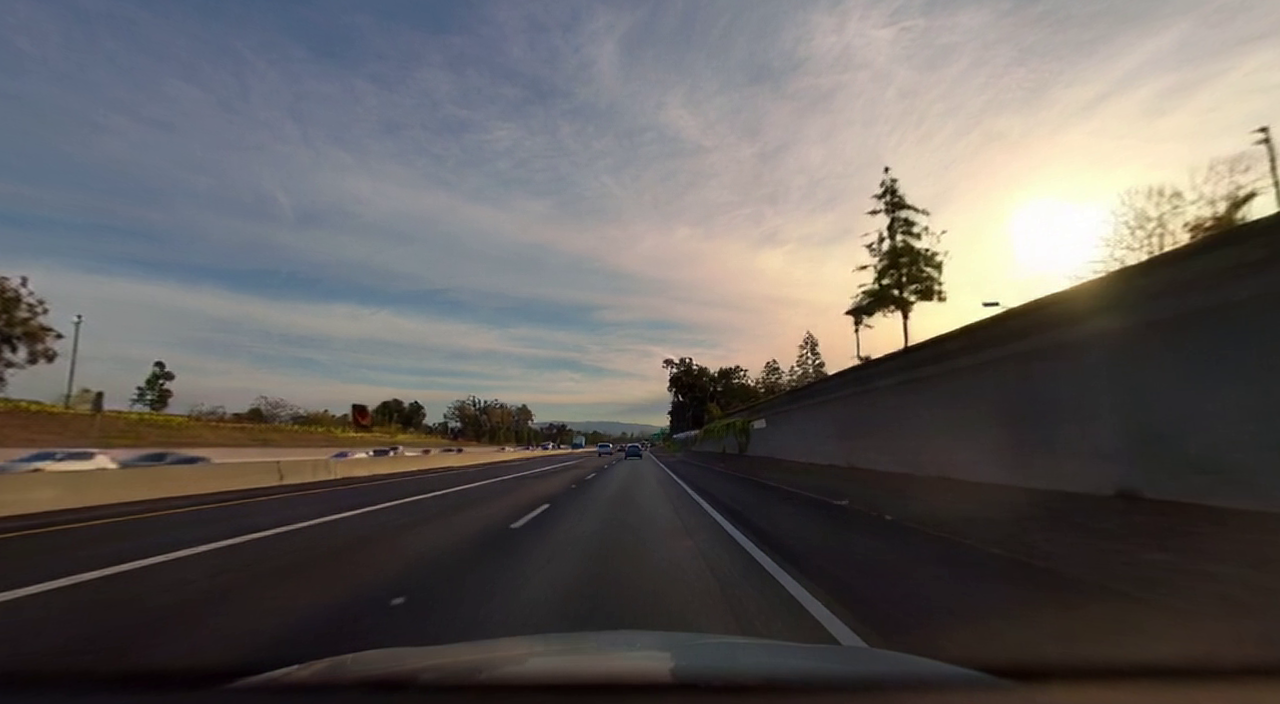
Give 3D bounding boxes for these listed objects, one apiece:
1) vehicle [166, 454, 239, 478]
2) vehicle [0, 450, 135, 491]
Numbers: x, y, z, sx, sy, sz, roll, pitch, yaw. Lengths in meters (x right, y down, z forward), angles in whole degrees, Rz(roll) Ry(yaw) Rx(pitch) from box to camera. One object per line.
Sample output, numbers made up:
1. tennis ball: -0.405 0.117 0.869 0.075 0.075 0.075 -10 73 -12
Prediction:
1. vehicle: -30.061 7.832 43.422 1.816 1.491 4.424 0 -9 0
2. vehicle: -25.724 5.261 28.392 1.995 1.653 4.667 0 -9 0
